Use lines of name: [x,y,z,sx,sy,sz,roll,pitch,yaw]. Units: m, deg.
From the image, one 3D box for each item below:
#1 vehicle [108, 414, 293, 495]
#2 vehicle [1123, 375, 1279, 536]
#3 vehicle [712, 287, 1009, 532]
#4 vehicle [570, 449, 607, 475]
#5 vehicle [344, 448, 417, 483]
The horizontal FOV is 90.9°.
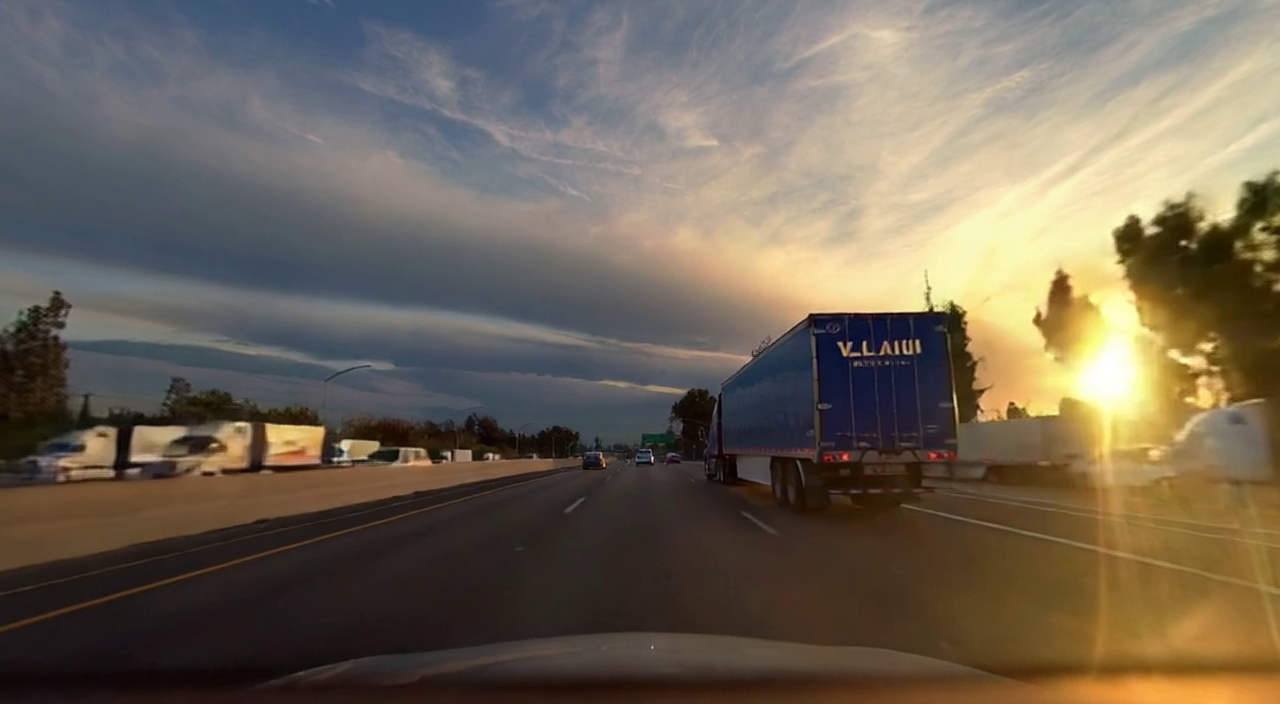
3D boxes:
vehicle: [-15.828,3.759,23.306,2.519,2.602,5.775,0,-9,1]
vehicle: [17.880,2.286,13.806,2.856,4.064,14.685,0,-9,0]
vehicle: [4.409,2.000,17.548,2.847,4.075,14.244,0,-9,-1]
vehicle: [-3.377,7.308,42.261,2.107,1.626,4.804,0,-9,0]
vehicle: [-11.376,4.987,27.835,1.703,1.402,3.514,0,-9,0]
